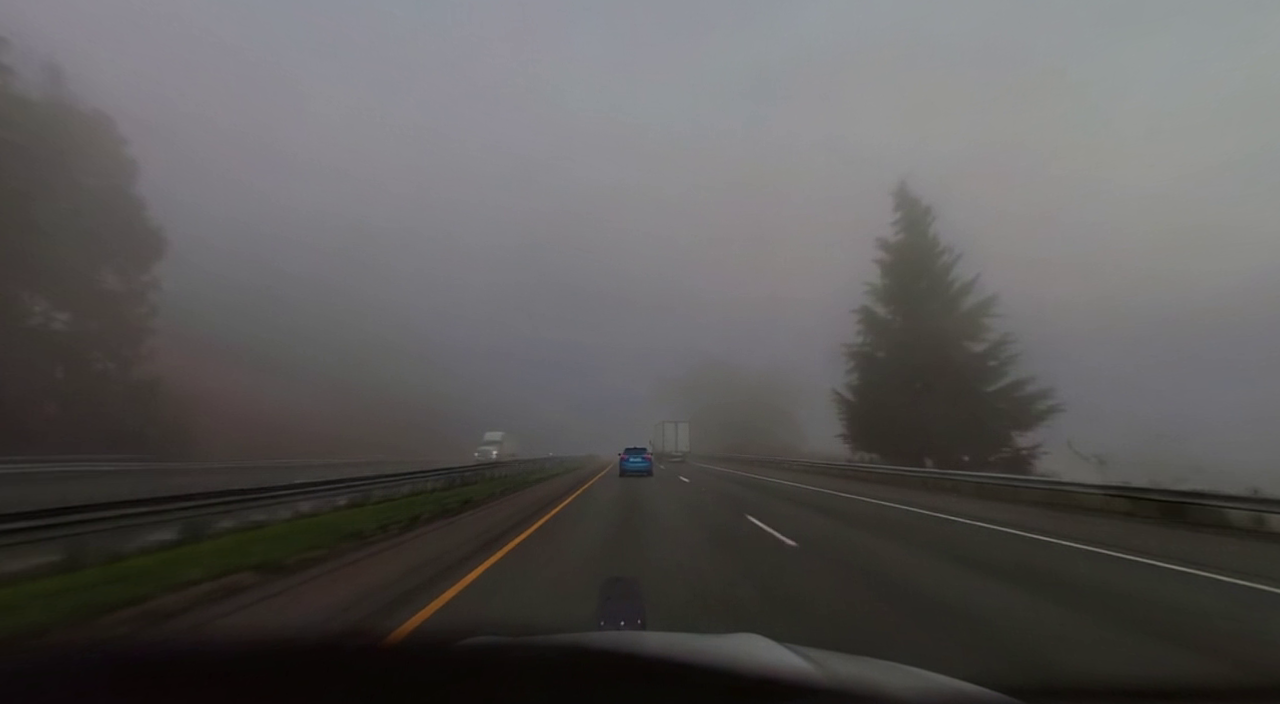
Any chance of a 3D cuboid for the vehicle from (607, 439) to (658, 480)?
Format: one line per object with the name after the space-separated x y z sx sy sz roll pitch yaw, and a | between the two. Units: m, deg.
-0.354 4.922 28.992 2.190 1.706 4.062 0 -9 -1 | vehicle
